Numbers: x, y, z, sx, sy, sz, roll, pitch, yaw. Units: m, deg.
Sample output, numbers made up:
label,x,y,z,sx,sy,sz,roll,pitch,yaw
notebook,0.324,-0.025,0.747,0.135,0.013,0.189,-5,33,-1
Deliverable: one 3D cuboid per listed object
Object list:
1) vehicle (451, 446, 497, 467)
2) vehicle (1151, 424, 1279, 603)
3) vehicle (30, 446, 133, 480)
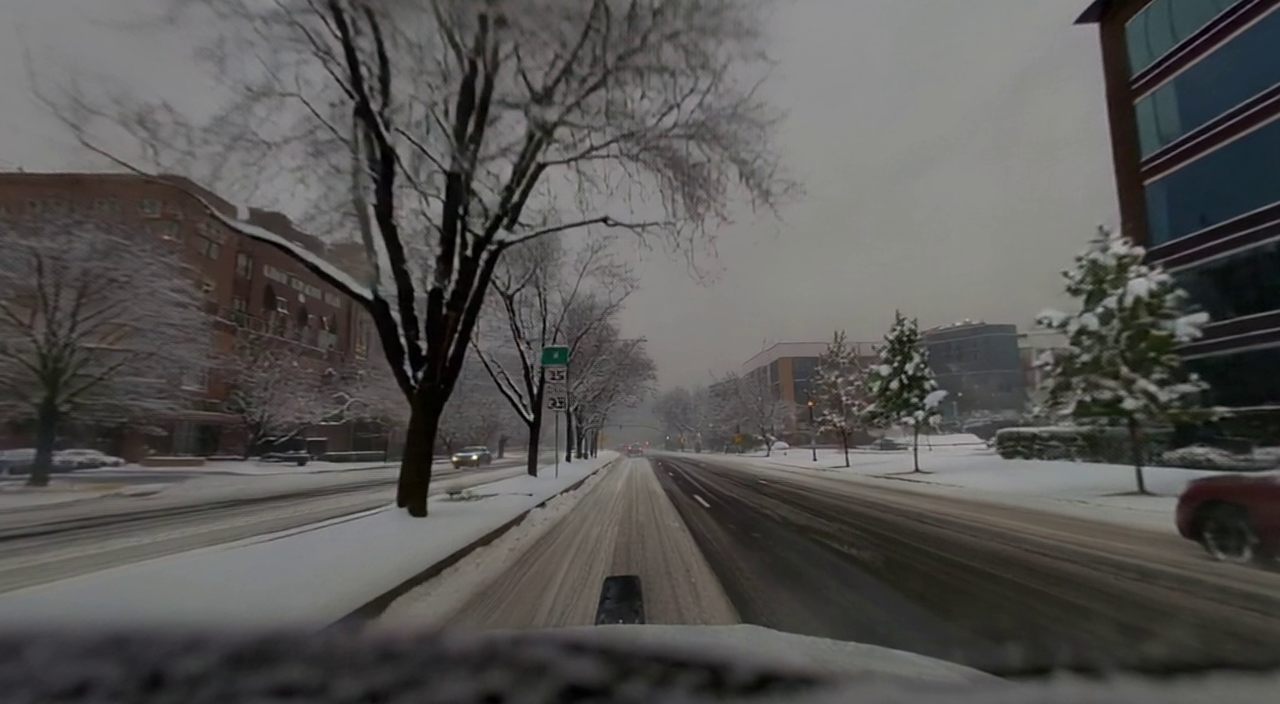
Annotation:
label,x,y,z,sx,sy,sz,roll,pitch,yaw
vehicle,-12.697,8.021,48.683,2.163,1.576,4.704,0,-9,1
vehicle,6.559,1.201,4.197,2.088,1.524,5.085,0,-9,0
vehicle,-35.771,7.080,40.697,2.083,2.034,5.018,0,-9,-2
